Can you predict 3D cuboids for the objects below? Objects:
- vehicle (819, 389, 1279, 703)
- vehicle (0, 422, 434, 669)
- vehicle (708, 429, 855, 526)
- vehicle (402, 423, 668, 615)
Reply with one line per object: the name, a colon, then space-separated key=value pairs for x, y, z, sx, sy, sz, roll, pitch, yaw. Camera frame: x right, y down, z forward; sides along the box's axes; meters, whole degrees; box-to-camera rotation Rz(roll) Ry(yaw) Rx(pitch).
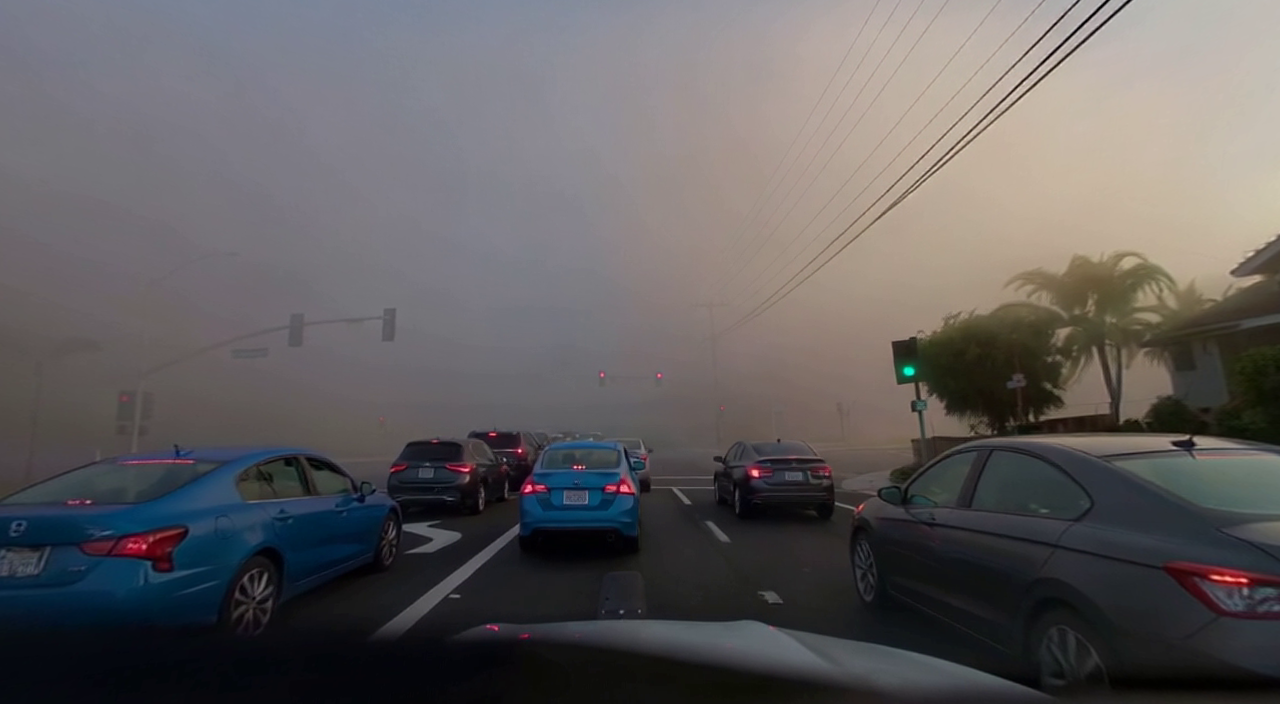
vehicle: x=2.769 y=1.153 z=3.862 sx=2.014 sy=1.464 sz=4.312 roll=0 pitch=-9 yaw=-1
vehicle: x=-3.668 y=1.511 z=6.130 sx=2.058 sy=1.474 sz=4.473 roll=0 pitch=-9 yaw=-3
vehicle: x=2.625 y=2.443 z=12.866 sx=1.956 sy=1.615 sz=4.205 roll=0 pitch=-9 yaw=-1
vehicle: x=-0.882 y=1.617 z=6.999 sx=2.104 sy=1.500 sz=3.815 roll=0 pitch=-9 yaw=-2
